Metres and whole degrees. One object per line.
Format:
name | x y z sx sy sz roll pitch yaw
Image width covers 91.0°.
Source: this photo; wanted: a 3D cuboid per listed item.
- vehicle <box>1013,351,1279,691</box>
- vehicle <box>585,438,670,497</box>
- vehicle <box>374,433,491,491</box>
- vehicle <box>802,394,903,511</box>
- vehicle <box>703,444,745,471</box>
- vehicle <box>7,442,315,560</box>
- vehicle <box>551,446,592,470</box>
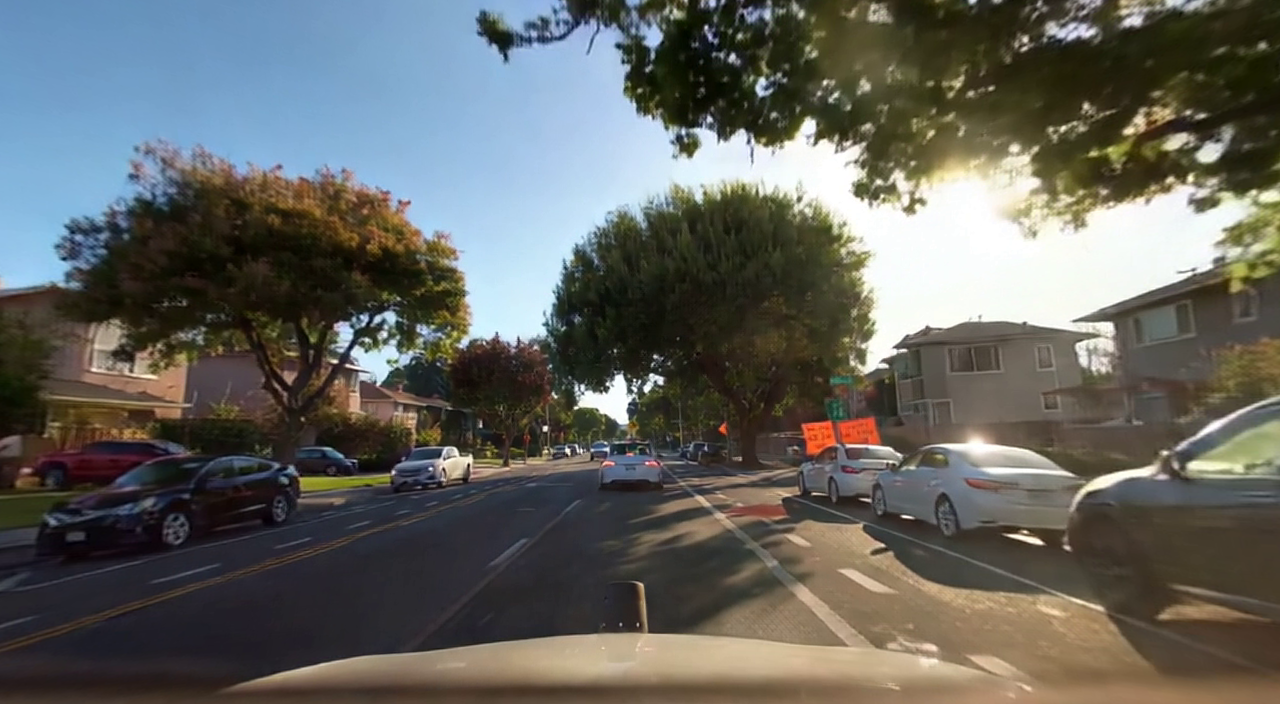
vehicle | 4.848 0.911 3.168 2.279 1.946 5.925 0 -8 0
vehicle | -0.279 3.229 18.028 2.151 1.481 4.084 0 -8 1
vehicle | -8.181 4.409 25.695 2.659 2.047 6.014 0 -8 0
vehicle | 5.238 2.496 15.859 1.409 2.648 2.645 1 -8 -4
vehicle | 4.844 6.177 36.959 1.985 1.481 4.116 0 -8 1
vehicle | -8.039 2.471 11.307 2.036 1.676 4.440 0 -8 -1
vehicle | -4.531 6.831 40.904 1.997 1.464 4.925 2 -9 -13
